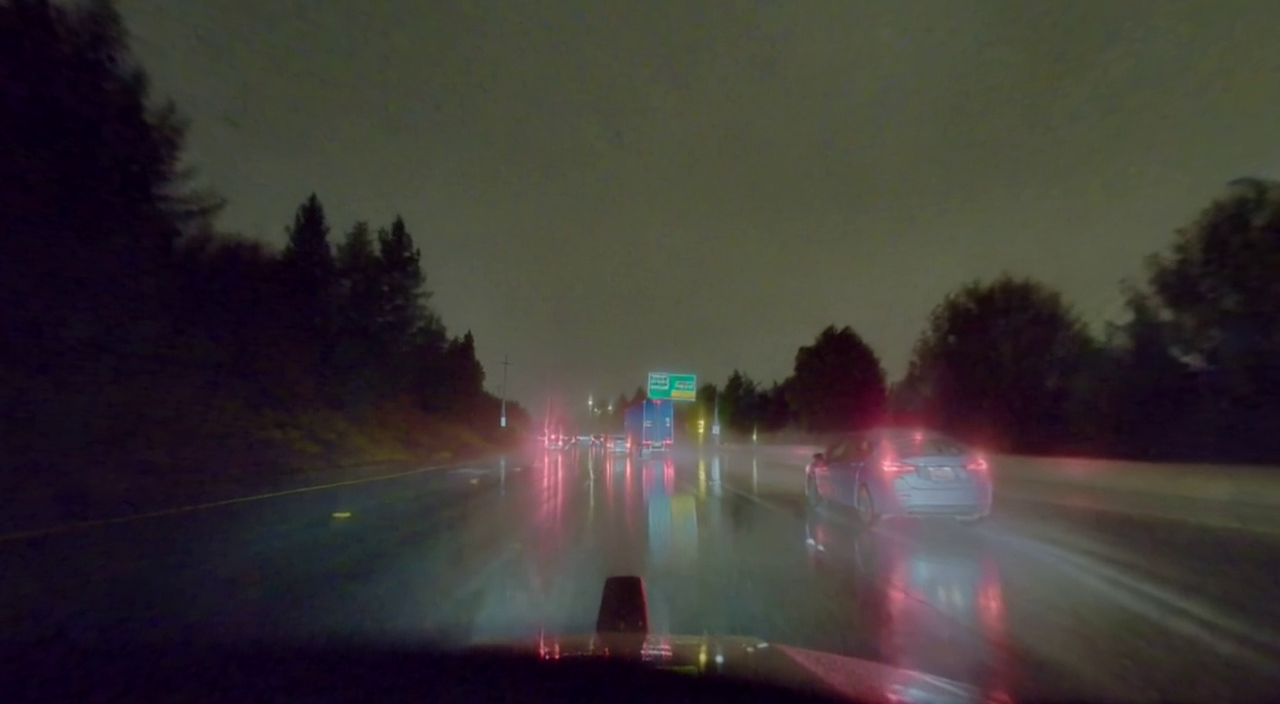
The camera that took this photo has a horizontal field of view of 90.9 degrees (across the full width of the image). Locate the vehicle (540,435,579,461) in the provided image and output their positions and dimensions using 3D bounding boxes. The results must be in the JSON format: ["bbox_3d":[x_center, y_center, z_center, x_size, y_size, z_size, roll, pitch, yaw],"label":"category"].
[{"bbox_3d":[-4.914,5.928,39.014,2.072,1.512,4.043,0,-9,-2],"label":"vehicle"}]

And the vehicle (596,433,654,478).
[{"bbox_3d":[-0.572,3.857,23.751,2.020,1.516,3.951,0,-9,-2],"label":"vehicle"}]

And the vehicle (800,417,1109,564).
[{"bbox_3d":[3.772,1.738,8.648,1.971,1.472,4.301,0,-9,-1],"label":"vehicle"}]
